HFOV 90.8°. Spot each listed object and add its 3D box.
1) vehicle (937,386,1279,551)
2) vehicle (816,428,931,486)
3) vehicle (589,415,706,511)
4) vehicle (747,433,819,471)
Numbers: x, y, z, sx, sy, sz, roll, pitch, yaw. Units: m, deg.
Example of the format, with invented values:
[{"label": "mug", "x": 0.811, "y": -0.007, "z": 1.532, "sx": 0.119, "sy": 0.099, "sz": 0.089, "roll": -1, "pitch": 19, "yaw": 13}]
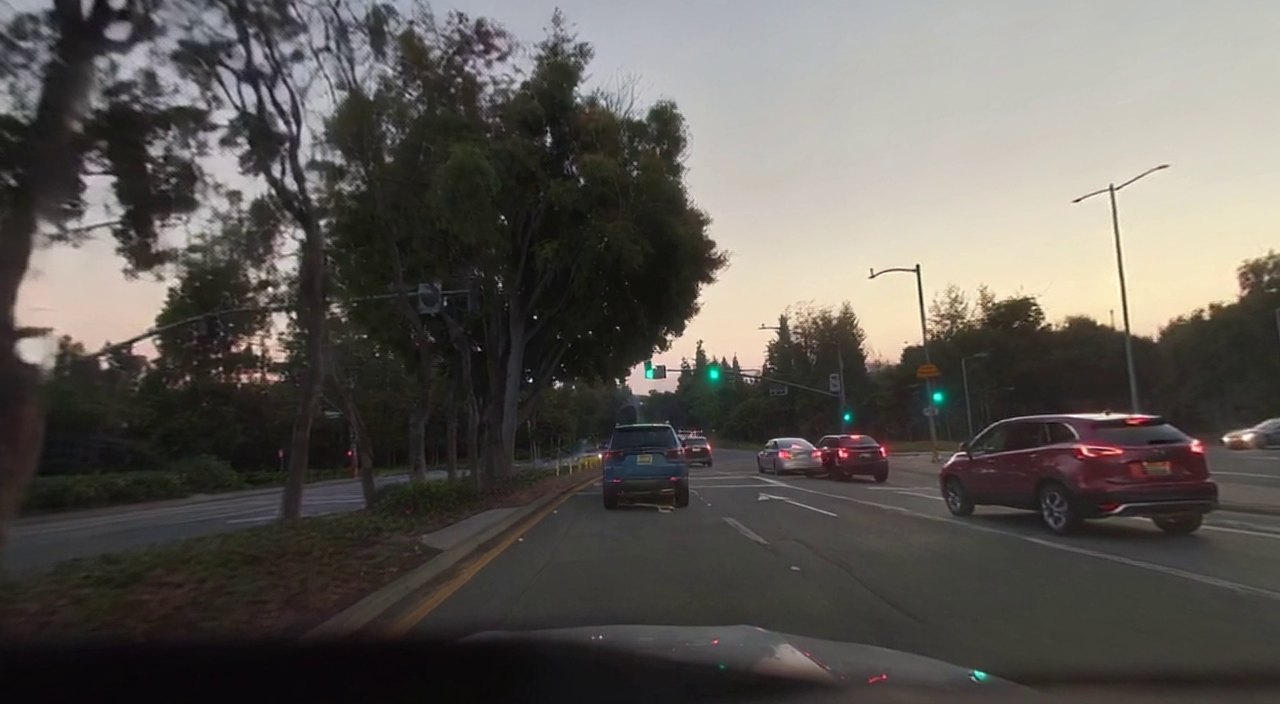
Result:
[{"label": "vehicle", "x": 7.120, "y": 1.734, "z": 9.966, "sx": 2.251, "sy": 1.873, "sz": 5.346, "roll": 0, "pitch": -9, "yaw": 0}, {"label": "vehicle", "x": 7.283, "y": 3.331, "z": 20.225, "sx": 2.025, "sy": 1.642, "sz": 4.189, "roll": 0, "pitch": -9, "yaw": 0}, {"label": "vehicle", "x": 0.113, "y": 2.535, "z": 14.788, "sx": 2.353, "sy": 1.894, "sz": 4.122, "roll": 0, "pitch": -9, "yaw": -1}, {"label": "vehicle", "x": 7.155, "y": 5.075, "z": 32.298, "sx": 2.440, "sy": 1.775, "sz": 4.791, "roll": 0, "pitch": -9, "yaw": -2}]
